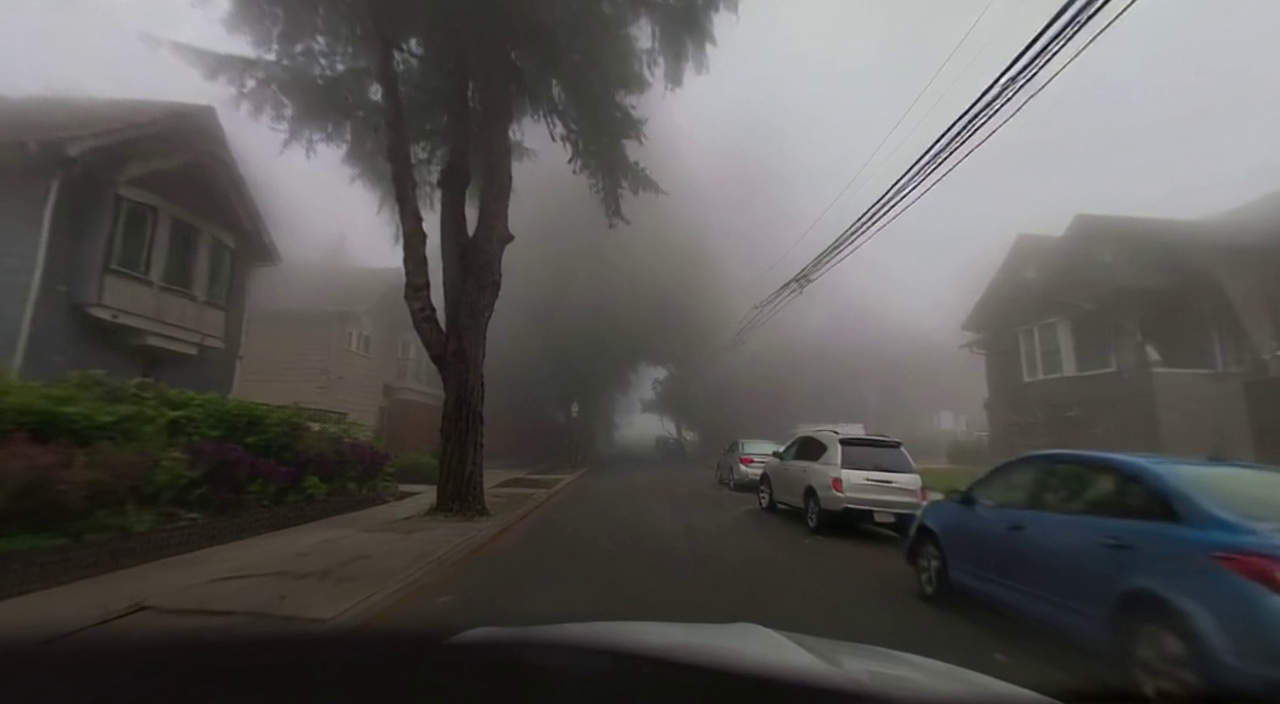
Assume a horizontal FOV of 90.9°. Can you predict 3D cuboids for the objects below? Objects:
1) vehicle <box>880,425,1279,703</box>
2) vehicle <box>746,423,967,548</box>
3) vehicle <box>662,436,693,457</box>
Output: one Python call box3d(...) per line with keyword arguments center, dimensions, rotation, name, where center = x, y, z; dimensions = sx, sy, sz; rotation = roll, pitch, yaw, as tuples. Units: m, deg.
box3d(center=(3.293, 1.262, 4.217), dimensions=(1.721, 1.477, 3.965), rotation=(0, -8, -1), name="vehicle")
box3d(center=(3.194, 2.038, 10.497), dimensions=(2.006, 1.603, 4.553), rotation=(0, -8, -1), name="vehicle")
box3d(center=(2.806, 7.162, 48.074), dimensions=(1.955, 1.498, 4.046), rotation=(0, -8, -2), name="vehicle")
